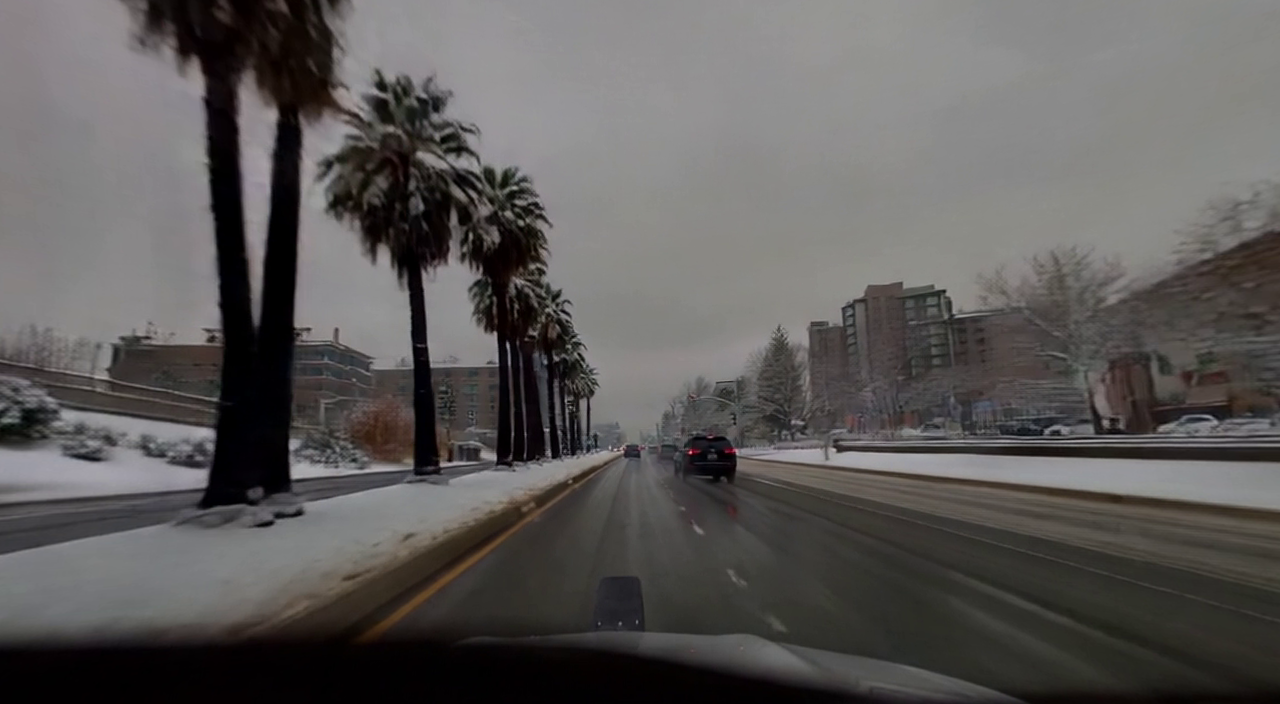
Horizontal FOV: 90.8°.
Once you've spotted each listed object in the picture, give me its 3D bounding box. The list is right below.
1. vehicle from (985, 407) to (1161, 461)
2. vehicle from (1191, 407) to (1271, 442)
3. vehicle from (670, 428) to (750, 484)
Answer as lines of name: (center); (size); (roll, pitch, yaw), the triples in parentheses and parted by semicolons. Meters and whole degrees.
vehicle: (19.198, 3.809, 28.517); (2.305, 2.084, 6.115); (1, -10, -21)
vehicle: (37.824, 4.760, 40.630); (2.235, 2.018, 6.593); (-5, -10, 30)
vehicle: (2.686, 4.227, 25.872); (2.559, 2.017, 5.562); (0, -9, -1)
